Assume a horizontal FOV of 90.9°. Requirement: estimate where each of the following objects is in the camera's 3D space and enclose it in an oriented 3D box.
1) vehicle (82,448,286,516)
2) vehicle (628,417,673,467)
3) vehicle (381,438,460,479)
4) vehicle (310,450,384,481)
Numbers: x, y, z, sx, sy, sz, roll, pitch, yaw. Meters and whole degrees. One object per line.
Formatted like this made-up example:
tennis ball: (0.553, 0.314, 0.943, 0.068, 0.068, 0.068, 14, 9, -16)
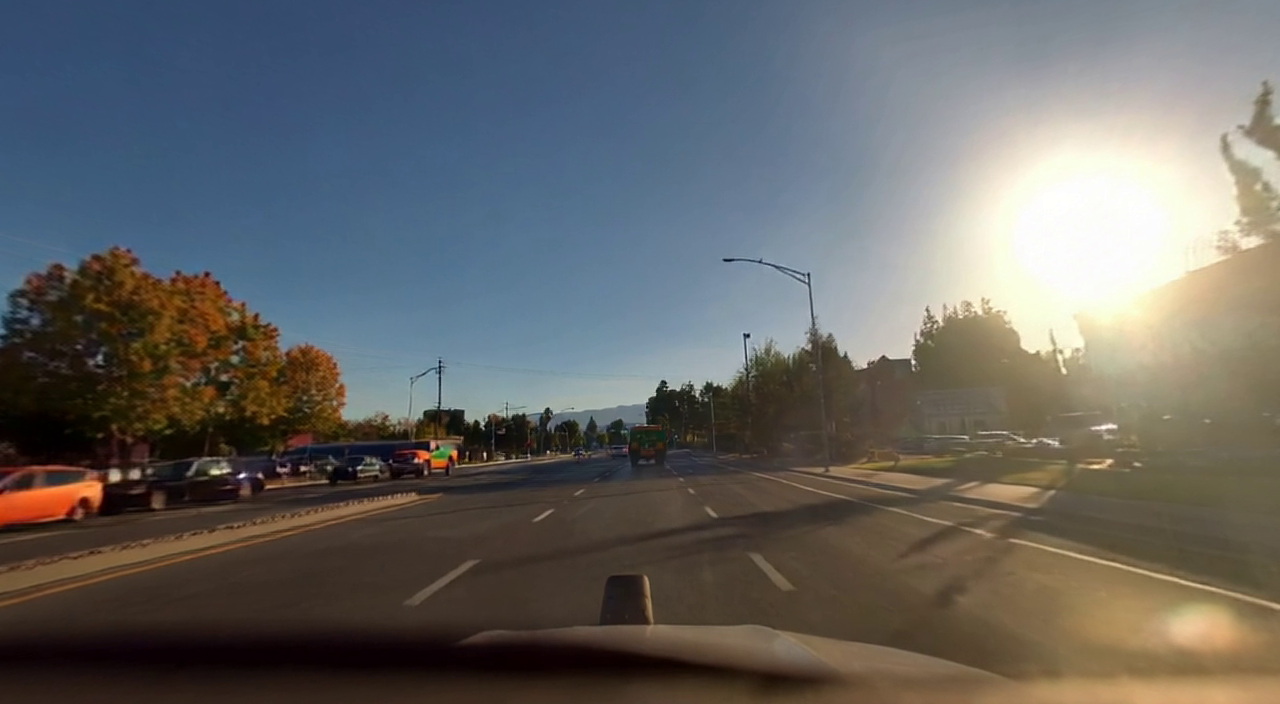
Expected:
vehicle: (-11.747, 3.336, 16.750, 1.884, 1.486, 4.566, 0, -8, 2)
vehicle: (0.691, 6.428, 44.851, 2.843, 3.120, 10.422, 0, -8, 0)
vehicle: (-11.288, 5.510, 32.867, 2.155, 1.941, 4.977, 0, -8, 2)
vehicle: (-18.781, 7.284, 40.728, 2.165, 1.795, 5.003, -1, -8, 3)
